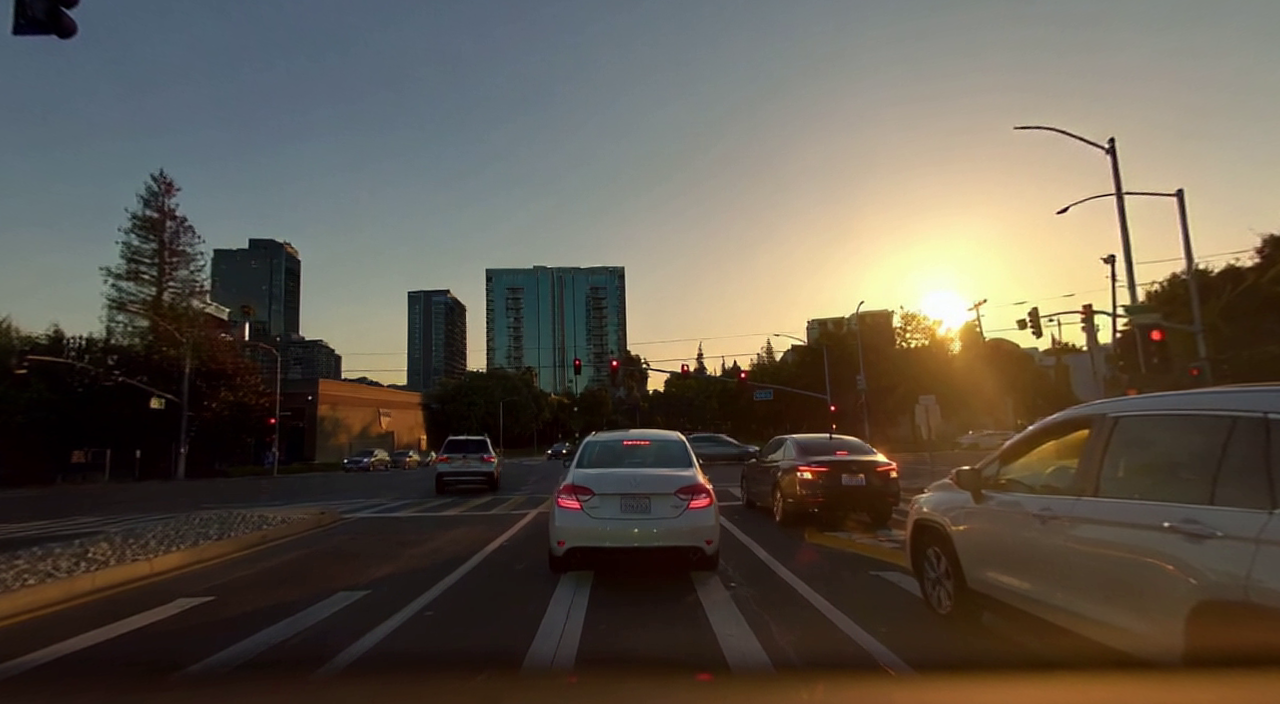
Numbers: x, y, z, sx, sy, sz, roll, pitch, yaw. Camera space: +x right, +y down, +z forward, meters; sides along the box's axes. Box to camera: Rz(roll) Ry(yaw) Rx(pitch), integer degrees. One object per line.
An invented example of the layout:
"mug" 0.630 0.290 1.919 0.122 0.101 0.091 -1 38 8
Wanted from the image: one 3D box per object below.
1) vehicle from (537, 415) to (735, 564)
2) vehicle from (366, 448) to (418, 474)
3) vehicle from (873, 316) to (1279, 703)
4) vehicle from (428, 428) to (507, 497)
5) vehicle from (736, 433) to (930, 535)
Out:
"vehicle" -0.089 1.828 9.088 2.188 1.637 4.027 0 -9 -1
"vehicle" -18.775 8.244 48.125 2.026 1.836 4.726 0 -8 0
"vehicle" 3.007 0.904 2.972 2.103 1.701 4.294 0 -9 -1
"vehicle" -5.273 3.323 19.412 2.021 1.837 4.448 2 -9 -15
"vehicle" 3.163 2.257 11.465 2.001 1.463 4.398 0 -8 -2
